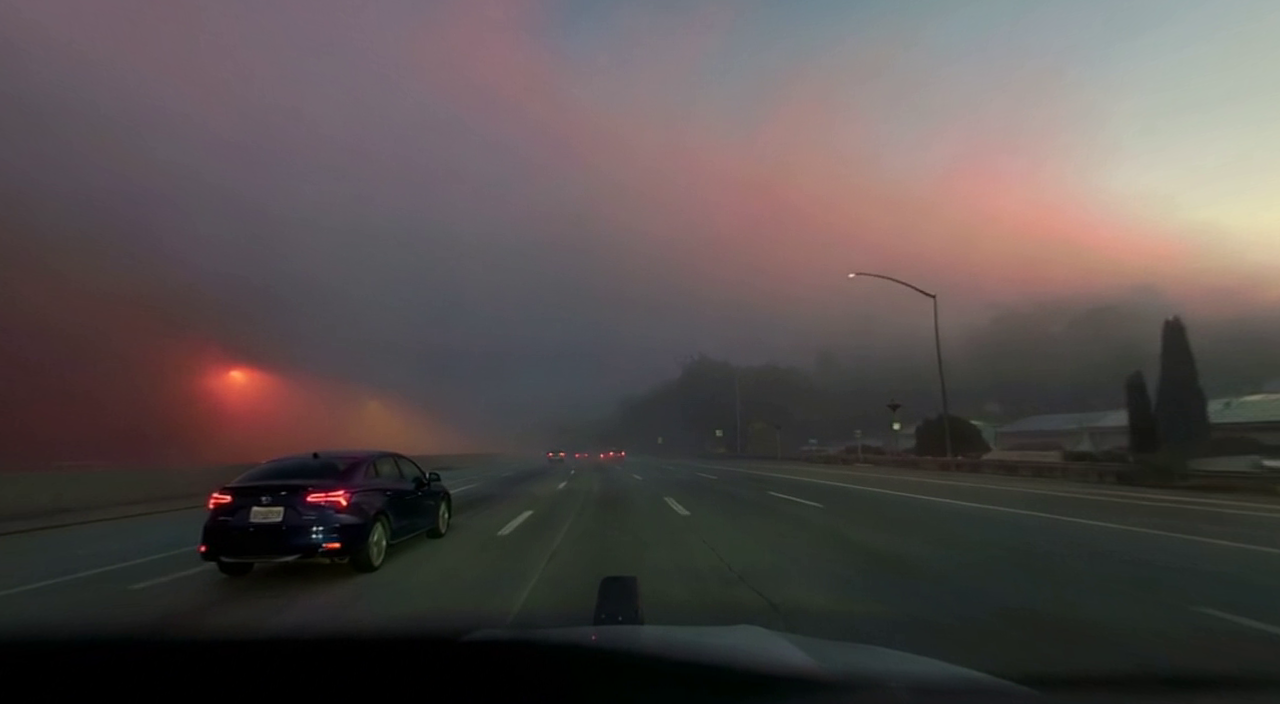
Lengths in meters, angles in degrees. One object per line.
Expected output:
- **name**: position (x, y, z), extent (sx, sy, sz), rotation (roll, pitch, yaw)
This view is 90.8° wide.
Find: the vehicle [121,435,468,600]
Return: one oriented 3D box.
- **vehicle**: position (-3.737, 1.830, 7.987), extent (2.018, 1.476, 4.364), rotation (0, -8, -2)
